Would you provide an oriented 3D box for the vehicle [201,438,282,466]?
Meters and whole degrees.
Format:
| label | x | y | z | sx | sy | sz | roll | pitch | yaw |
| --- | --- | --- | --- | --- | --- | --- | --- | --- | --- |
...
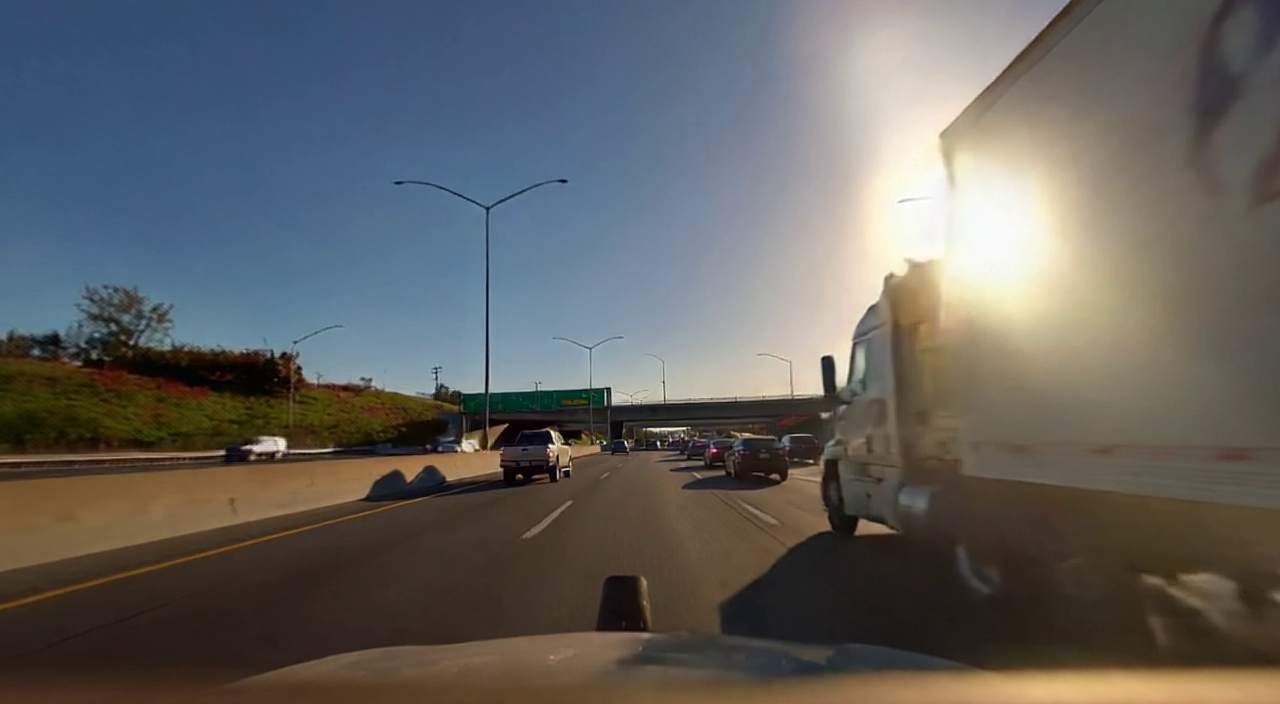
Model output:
| label | x | y | z | sx | sy | sz | roll | pitch | yaw |
| --- | --- | --- | --- | --- | --- | --- | --- | --- | --- |
| vehicle | -26.078 | 6.528 | 41.446 | 1.982 | 1.710 | 4.550 | -1 | -8 | 6 |

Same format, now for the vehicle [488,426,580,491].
| label | x | y | z | sx | sy | sz | roll | pitch | yaw |
| --- | --- | --- | --- | --- | --- | --- | --- | --- | --- |
| vehicle | -3.081 | 3.212 | 19.278 | 2.006 | 1.741 | 4.277 | -1 | -8 | 1 |

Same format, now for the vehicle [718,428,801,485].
| label | x | y | z | sx | sy | sz | roll | pitch | yaw |
| --- | --- | --- | --- | --- | --- | --- | --- | --- | --- |
| vehicle | 3.983 | 3.575 | 21.820 | 1.991 | 1.715 | 4.455 | -1 | -8 | 0 |

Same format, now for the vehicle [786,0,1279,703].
| label | x | y | z | sx | sy | sz | roll | pitch | yaw |
| --- | --- | --- | --- | --- | --- | --- | --- | --- | --- |
| vehicle | 3.642 | 0.187 | 5.816 | 3.059 | 3.981 | 6.593 | -1 | -8 | 1 |
